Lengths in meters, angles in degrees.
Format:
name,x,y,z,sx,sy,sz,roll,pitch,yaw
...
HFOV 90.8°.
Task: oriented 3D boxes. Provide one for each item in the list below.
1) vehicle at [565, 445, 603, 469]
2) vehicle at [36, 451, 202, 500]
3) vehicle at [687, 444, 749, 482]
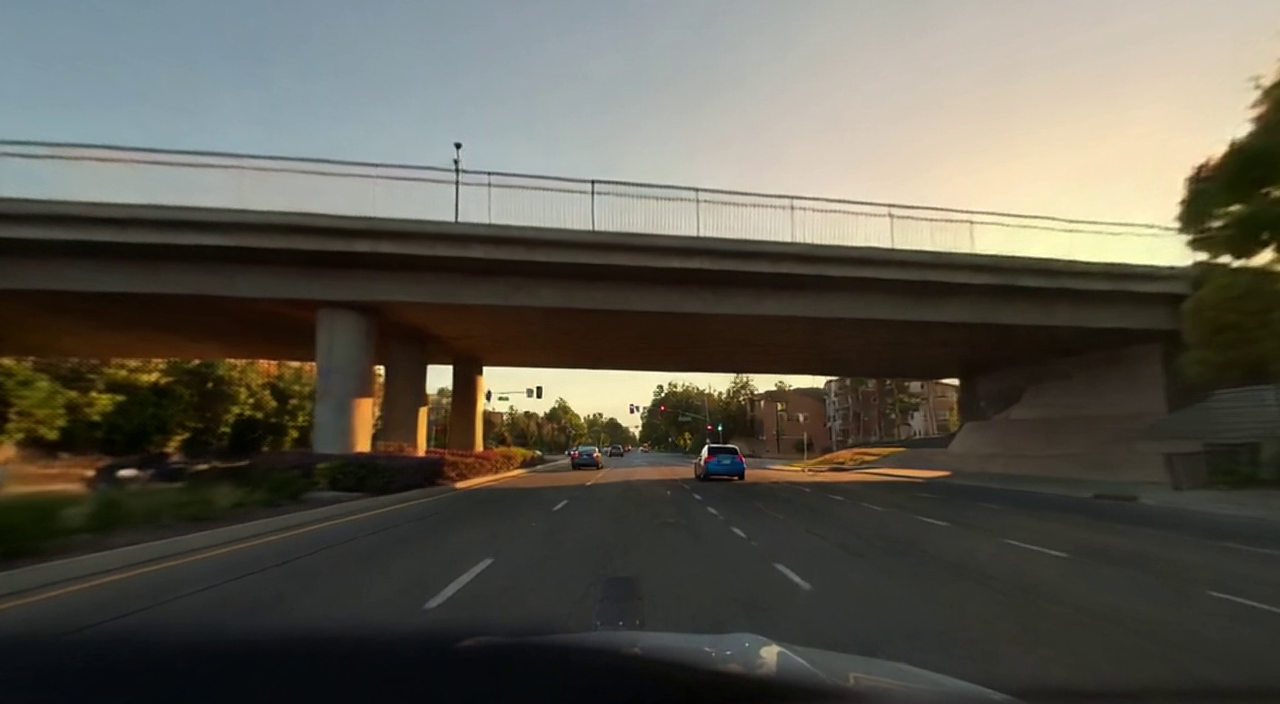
name,x,y,z,sx,sy,sz,roll,pitch,yaw
vehicle,-3.736,7.032,42.590,2.060,1.484,4.417,0,-8,1
vehicle,-18.283,4.314,22.552,2.003,1.494,4.580,0,-8,0
vehicle,3.315,4.805,27.713,2.068,1.497,4.247,0,-8,-1
